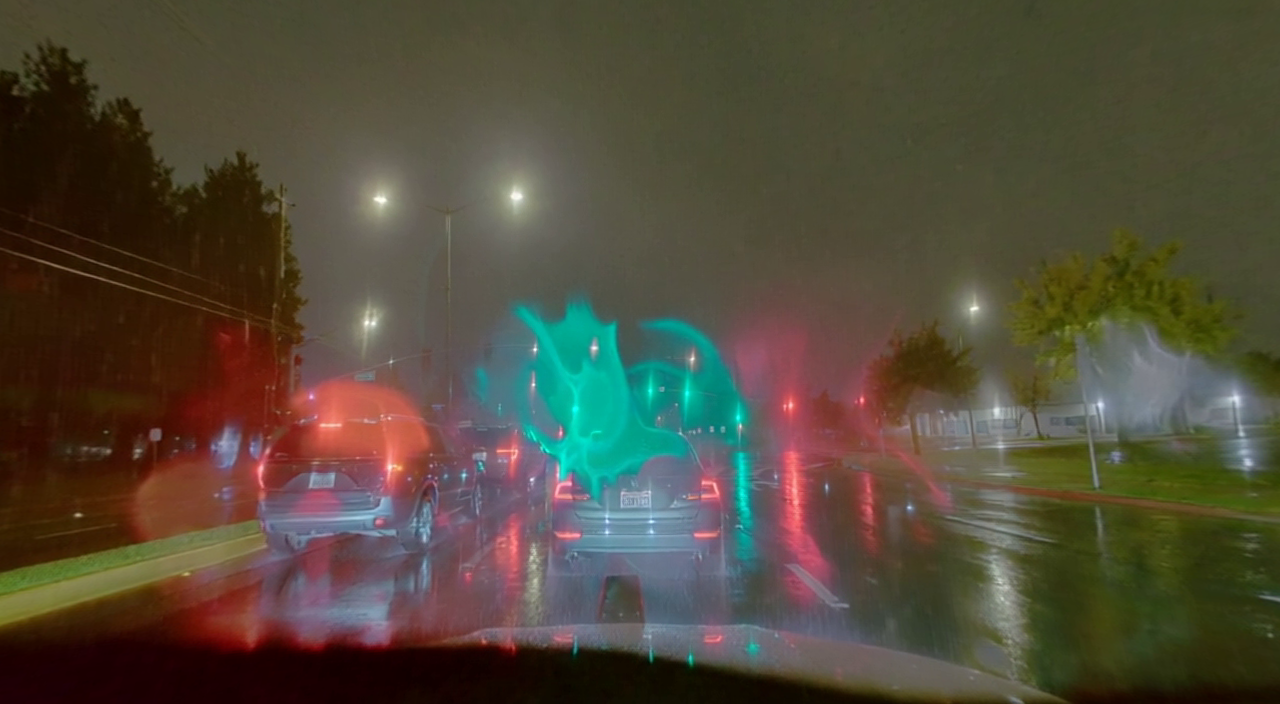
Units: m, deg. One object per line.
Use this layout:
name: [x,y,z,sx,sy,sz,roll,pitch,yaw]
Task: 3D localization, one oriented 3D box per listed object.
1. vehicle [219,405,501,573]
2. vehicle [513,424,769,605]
vehicle: [-3.420,1.755,8.834,2.046,1.751,4.208,0,-8,-1]
vehicle: [-0.046,1.646,7.307,2.126,1.475,3.967,0,-8,-2]
